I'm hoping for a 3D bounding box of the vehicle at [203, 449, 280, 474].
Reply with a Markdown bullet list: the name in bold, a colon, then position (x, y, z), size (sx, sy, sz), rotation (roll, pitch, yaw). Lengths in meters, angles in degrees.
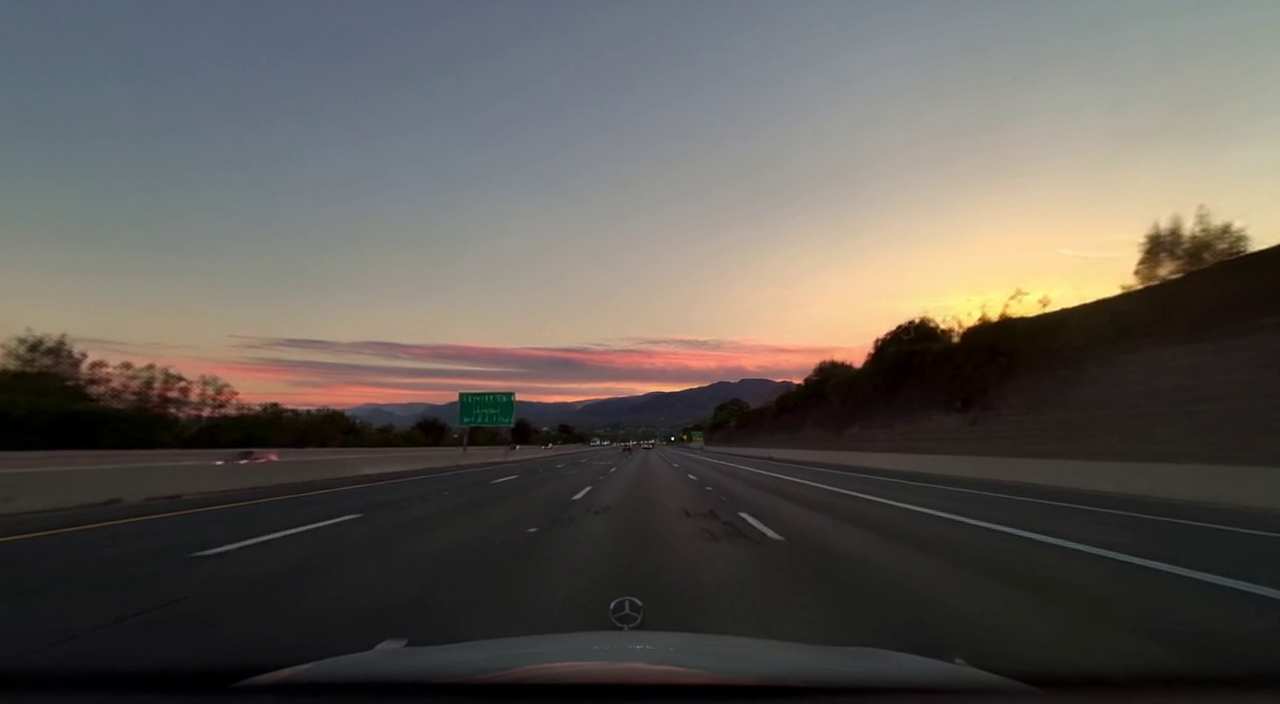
- **vehicle**: position (-28.146, 7.713, 44.800), size (2.043, 1.641, 5.089), rotation (0, -8, 1)
